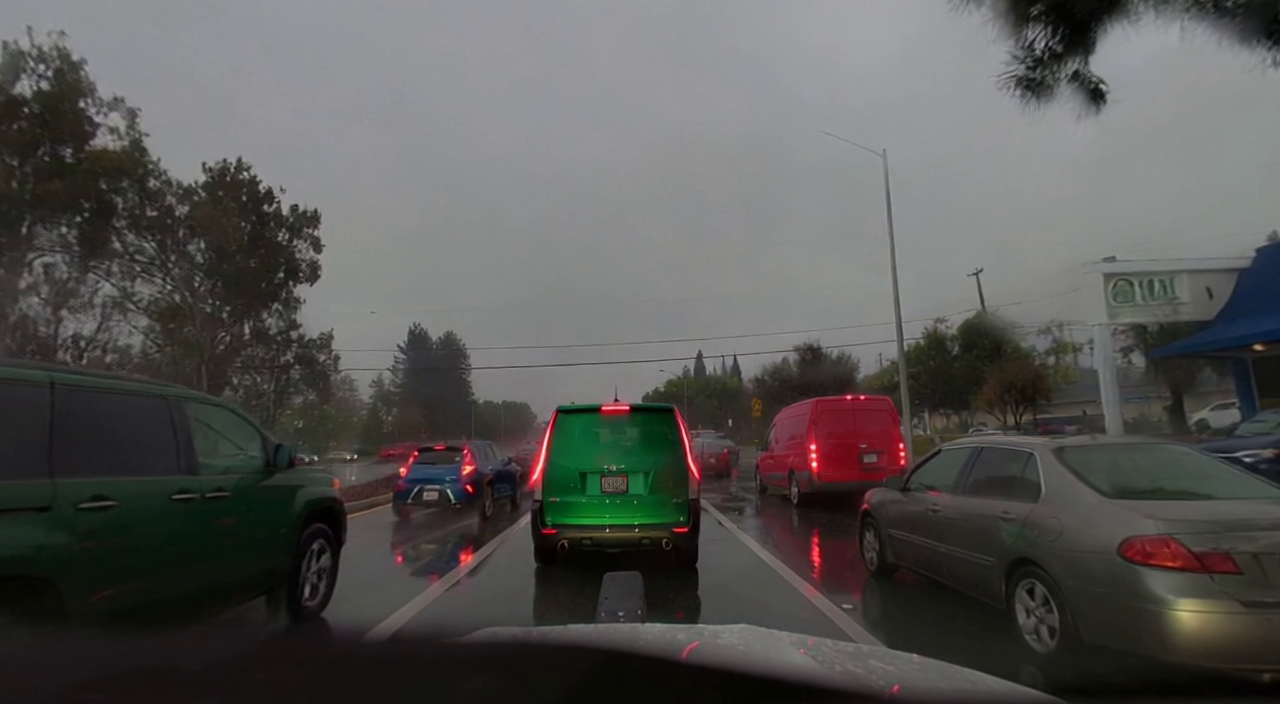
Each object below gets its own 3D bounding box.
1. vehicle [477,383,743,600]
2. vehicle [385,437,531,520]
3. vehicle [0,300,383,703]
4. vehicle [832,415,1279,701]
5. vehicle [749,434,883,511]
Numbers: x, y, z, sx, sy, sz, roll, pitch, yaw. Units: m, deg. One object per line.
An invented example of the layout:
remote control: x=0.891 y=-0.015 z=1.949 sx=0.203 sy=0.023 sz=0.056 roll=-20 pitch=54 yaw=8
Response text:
vehicle: x=-0.297 y=1.487 z=7.514 sx=2.238 sy=1.825 sz=4.190 roll=0 pitch=-9 yaw=-1
vehicle: x=-3.622 y=2.580 z=13.433 sx=1.849 sy=1.451 sz=4.218 roll=0 pitch=-9 yaw=0
vehicle: x=-3.611 y=0.941 z=3.827 sx=2.231 sy=1.853 sz=4.461 roll=0 pitch=-9 yaw=0
vehicle: x=3.370 y=1.401 z=5.553 sx=1.900 sy=1.477 sz=4.352 roll=0 pitch=-8 yaw=-1
vehicle: x=3.913 y=2.744 z=14.873 sx=1.875 sy=1.521 sz=4.192 roll=0 pitch=-8 yaw=-1
